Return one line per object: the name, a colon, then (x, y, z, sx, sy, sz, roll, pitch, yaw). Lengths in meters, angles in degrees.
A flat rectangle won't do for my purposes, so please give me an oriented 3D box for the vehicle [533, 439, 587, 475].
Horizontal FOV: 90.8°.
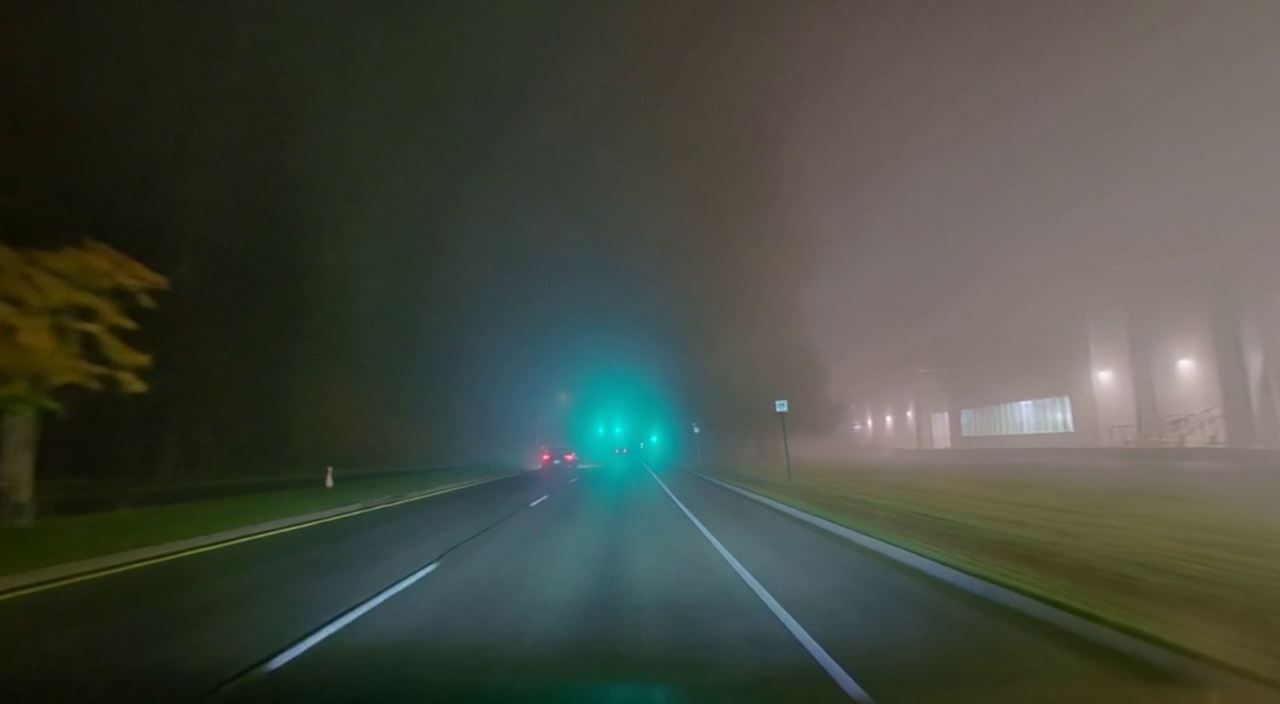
vehicle: (-4.058, 5.408, 32.840, 2.202, 1.685, 4.772, 0, -9, 0)
